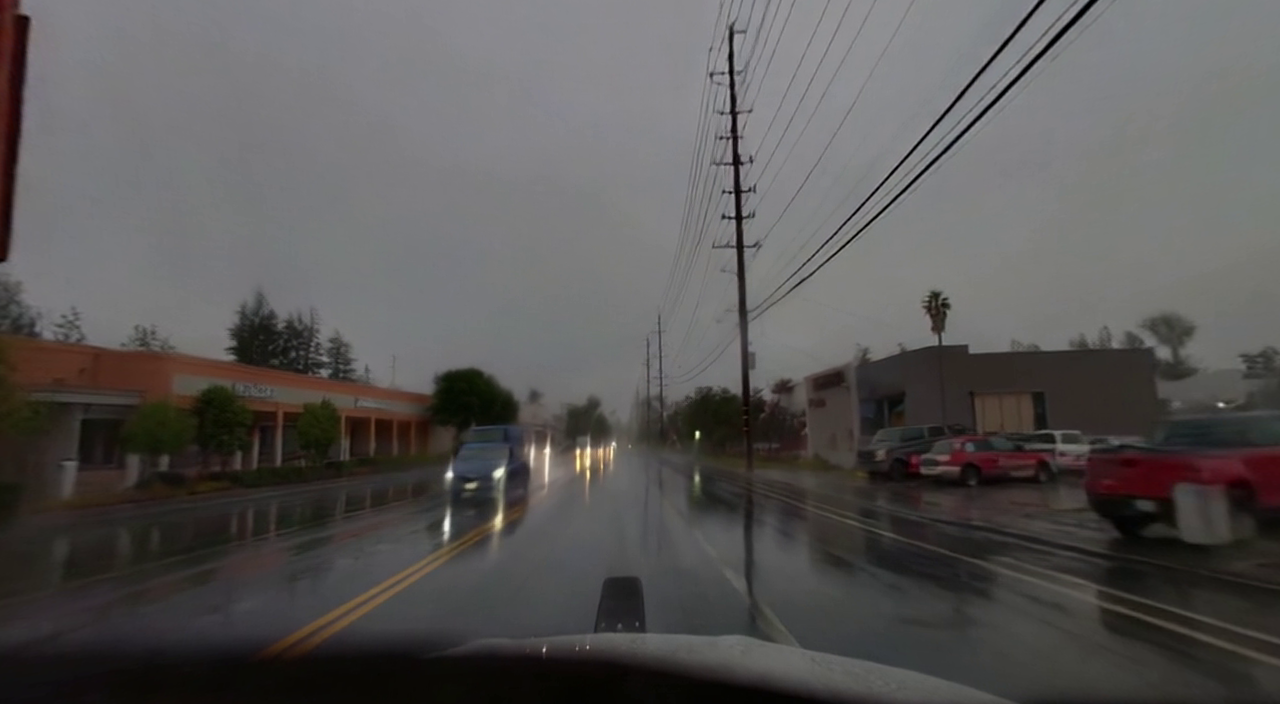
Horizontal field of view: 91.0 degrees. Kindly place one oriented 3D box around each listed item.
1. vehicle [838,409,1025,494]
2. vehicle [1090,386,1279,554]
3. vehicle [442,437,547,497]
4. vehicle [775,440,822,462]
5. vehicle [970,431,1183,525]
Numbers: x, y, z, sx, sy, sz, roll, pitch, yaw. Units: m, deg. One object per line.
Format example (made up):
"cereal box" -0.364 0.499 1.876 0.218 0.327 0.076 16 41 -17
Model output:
"vehicle" 9.484 3.135 20.204 6.532 2.291 2.575 6 -10 -37
"vehicle" 9.662 1.751 9.888 5.414 2.035 2.476 6 -10 -36
"vehicle" -4.180 3.368 18.852 1.998 1.562 4.433 0 -8 1
"vehicle" 11.679 7.298 46.656 2.143 1.518 4.893 0 -8 -1
"vehicle" 9.177 2.504 13.149 4.480 1.616 2.180 6 -10 -36
